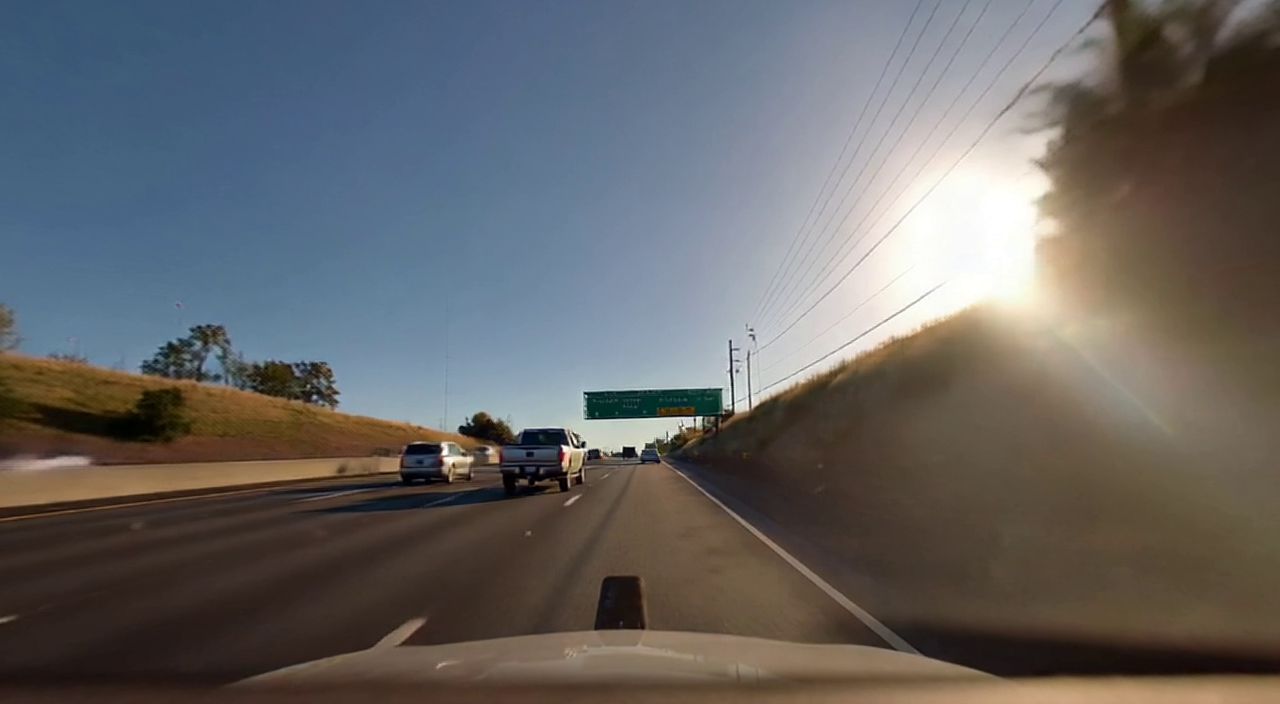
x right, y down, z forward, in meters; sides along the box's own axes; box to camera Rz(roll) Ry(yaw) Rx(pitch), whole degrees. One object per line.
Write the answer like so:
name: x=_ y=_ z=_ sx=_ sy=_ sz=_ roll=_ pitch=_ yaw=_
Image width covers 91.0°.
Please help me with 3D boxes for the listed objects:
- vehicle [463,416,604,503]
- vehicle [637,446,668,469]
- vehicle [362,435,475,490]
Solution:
vehicle: x=-2.756 y=3.070 z=18.371 sx=2.972 sy=2.087 sz=6.126 roll=0 pitch=-9 yaw=1
vehicle: x=0.802 y=7.267 z=43.456 sx=2.025 sy=1.485 sz=4.310 roll=0 pitch=-9 yaw=-1
vehicle: x=-7.487 y=3.781 z=21.952 sx=2.143 sy=1.688 sz=4.776 roll=0 pitch=-9 yaw=1
